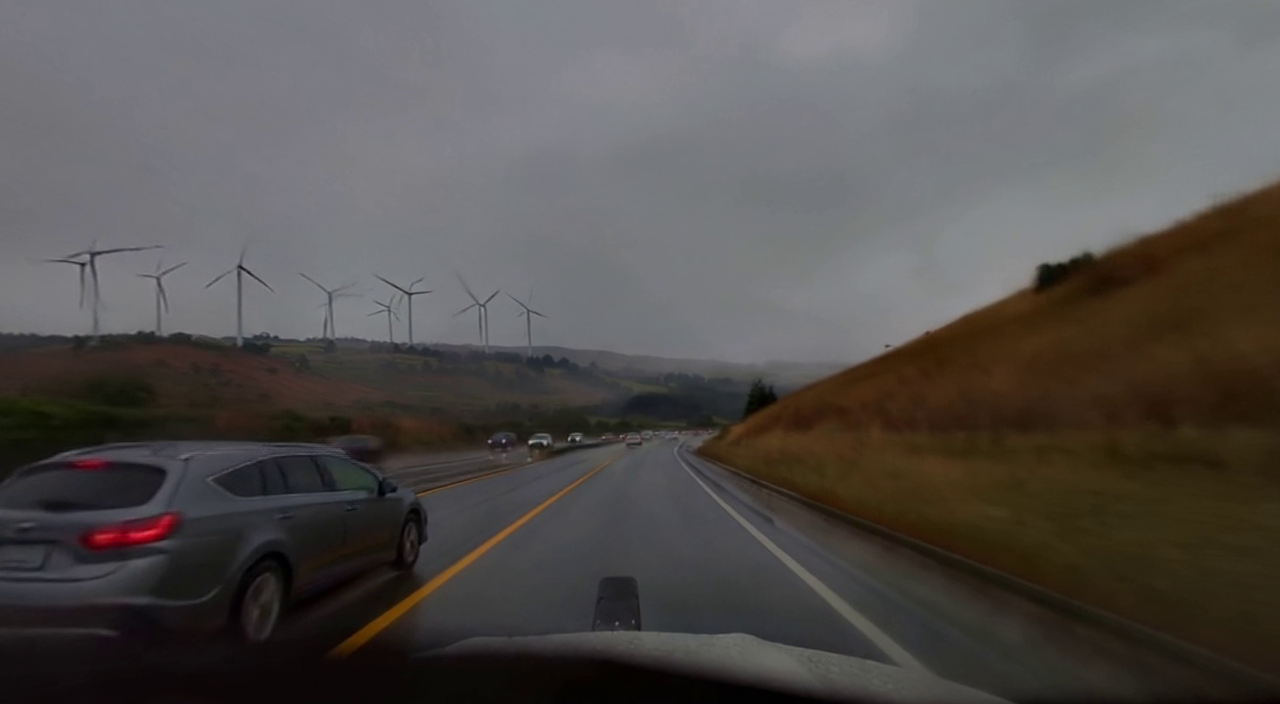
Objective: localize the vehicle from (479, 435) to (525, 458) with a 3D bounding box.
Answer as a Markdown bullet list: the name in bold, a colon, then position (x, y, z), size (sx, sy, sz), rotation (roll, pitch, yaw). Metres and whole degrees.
- **vehicle**: position (-9.313, 6.400, 42.907), size (2.046, 1.485, 3.990), rotation (0, -8, 3)

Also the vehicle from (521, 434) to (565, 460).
- **vehicle**: position (-5.902, 5.828, 38.787), size (1.888, 1.462, 4.428), rotation (0, -8, 2)

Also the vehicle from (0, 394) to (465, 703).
- **vehicle**: position (-2.813, 1.167, 4.406), size (1.918, 1.443, 4.422), rotation (0, -8, 0)
